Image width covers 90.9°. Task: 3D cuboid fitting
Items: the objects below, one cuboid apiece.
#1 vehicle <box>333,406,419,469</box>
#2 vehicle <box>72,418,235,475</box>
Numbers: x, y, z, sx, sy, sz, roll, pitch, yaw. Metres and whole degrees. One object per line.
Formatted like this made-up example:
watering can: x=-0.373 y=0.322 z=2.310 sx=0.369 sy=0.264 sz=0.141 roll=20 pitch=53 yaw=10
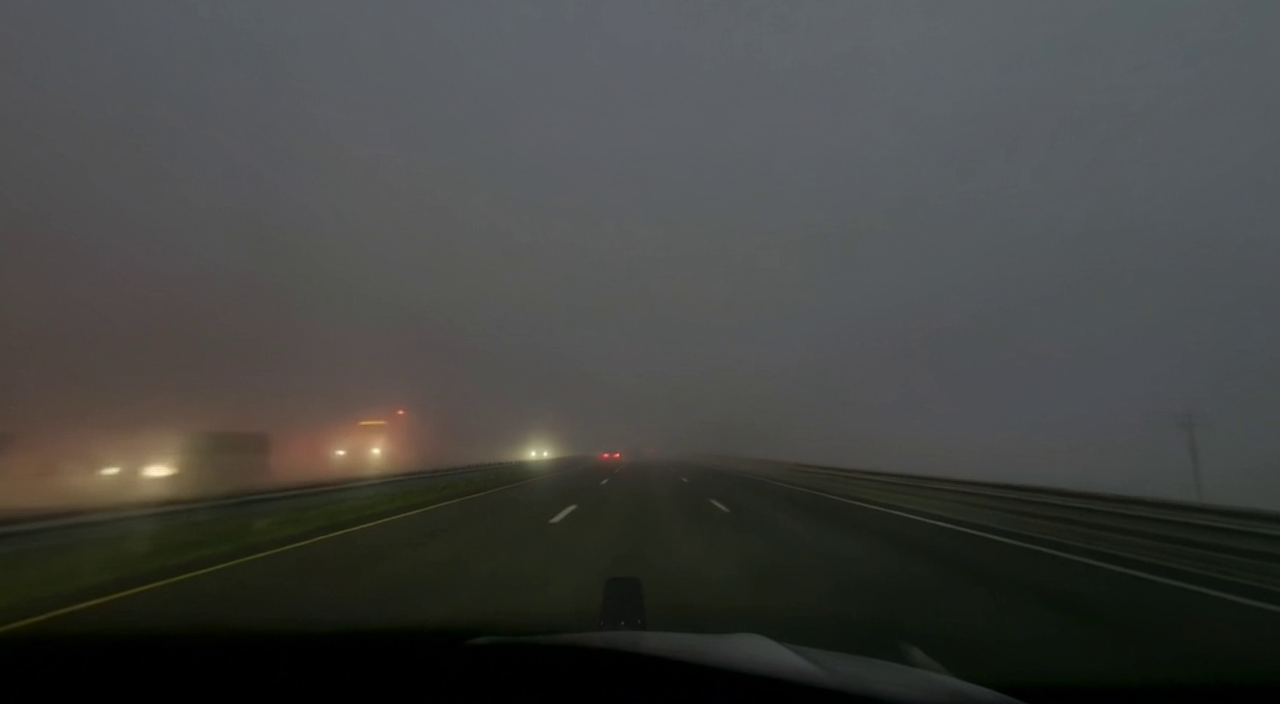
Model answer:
vehicle: x=-17.667 y=5.851 z=42.698 sx=2.962 sy=3.939 sz=6.060 roll=0 pitch=-9 yaw=2
vehicle: x=-14.789 y=2.935 z=19.505 sx=1.753 sy=1.556 sz=4.053 roll=0 pitch=-9 yaw=1
